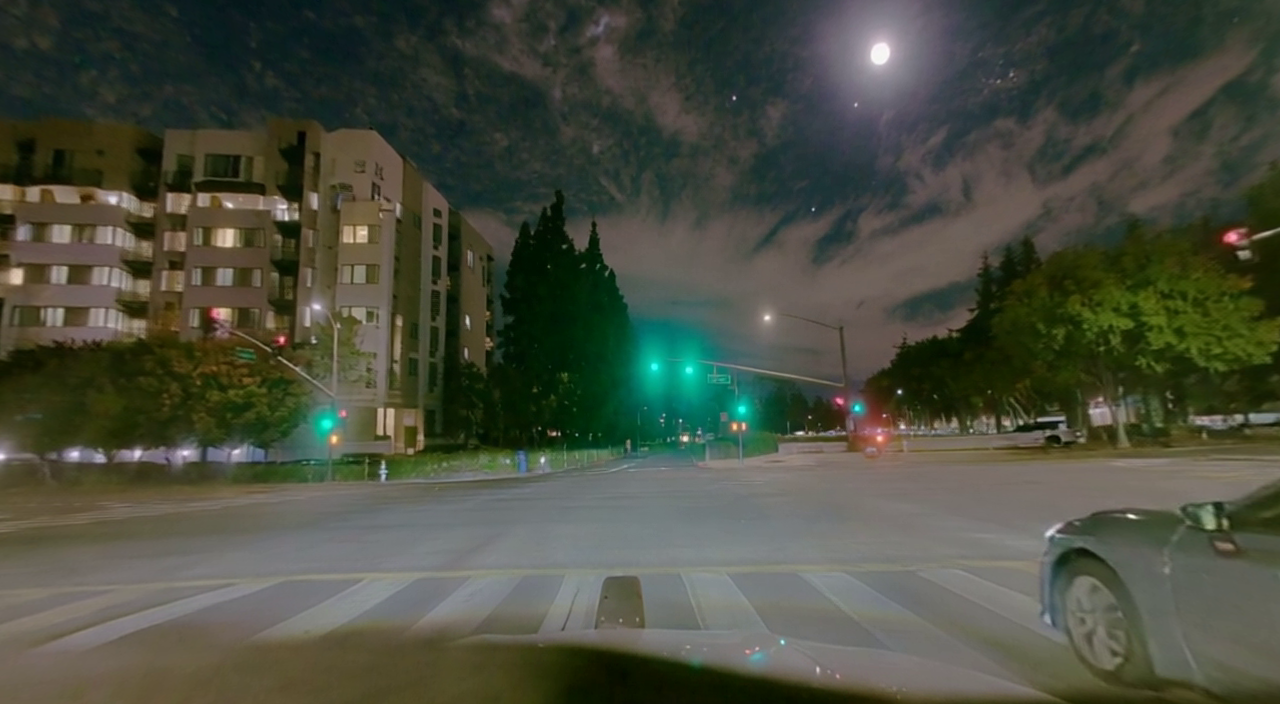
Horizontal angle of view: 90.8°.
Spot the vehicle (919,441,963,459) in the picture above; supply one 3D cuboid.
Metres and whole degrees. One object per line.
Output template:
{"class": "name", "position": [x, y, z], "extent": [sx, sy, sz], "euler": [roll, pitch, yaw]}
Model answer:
{"class": "vehicle", "position": [23.680, 7.768, 49.877], "extent": [1.817, 1.361, 3.253], "euler": [0, -9, -1]}

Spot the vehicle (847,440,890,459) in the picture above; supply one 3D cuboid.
{"class": "vehicle", "position": [17.999, 7.713, 49.870], "extent": [1.970, 1.449, 3.604], "euler": [0, -9, 0]}

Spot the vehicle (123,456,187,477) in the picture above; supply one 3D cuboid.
{"class": "vehicle", "position": [-36.373, 8.583, 47.503], "extent": [1.709, 1.410, 3.945], "euler": [0, -9, -1]}

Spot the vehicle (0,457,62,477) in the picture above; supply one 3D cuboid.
{"class": "vehicle", "position": [-46.228, 8.690, 47.864], "extent": [1.627, 1.392, 3.330], "euler": [0, -9, -1]}

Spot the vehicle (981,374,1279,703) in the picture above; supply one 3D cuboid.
{"class": "vehicle", "position": [3.304, 0.828, 2.158], "extent": [1.903, 1.529, 4.254], "euler": [0, -9, 0]}

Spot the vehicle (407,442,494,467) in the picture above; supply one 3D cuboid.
{"class": "vehicle", "position": [-14.715, 7.978, 49.305], "extent": [6.021, 1.868, 2.172], "euler": [0, -9, 1]}

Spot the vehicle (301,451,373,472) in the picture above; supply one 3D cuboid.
{"class": "vehicle", "position": [-21.778, 7.875, 45.570], "extent": [4.207, 1.508, 1.875], "euler": [0, -9, 2]}
